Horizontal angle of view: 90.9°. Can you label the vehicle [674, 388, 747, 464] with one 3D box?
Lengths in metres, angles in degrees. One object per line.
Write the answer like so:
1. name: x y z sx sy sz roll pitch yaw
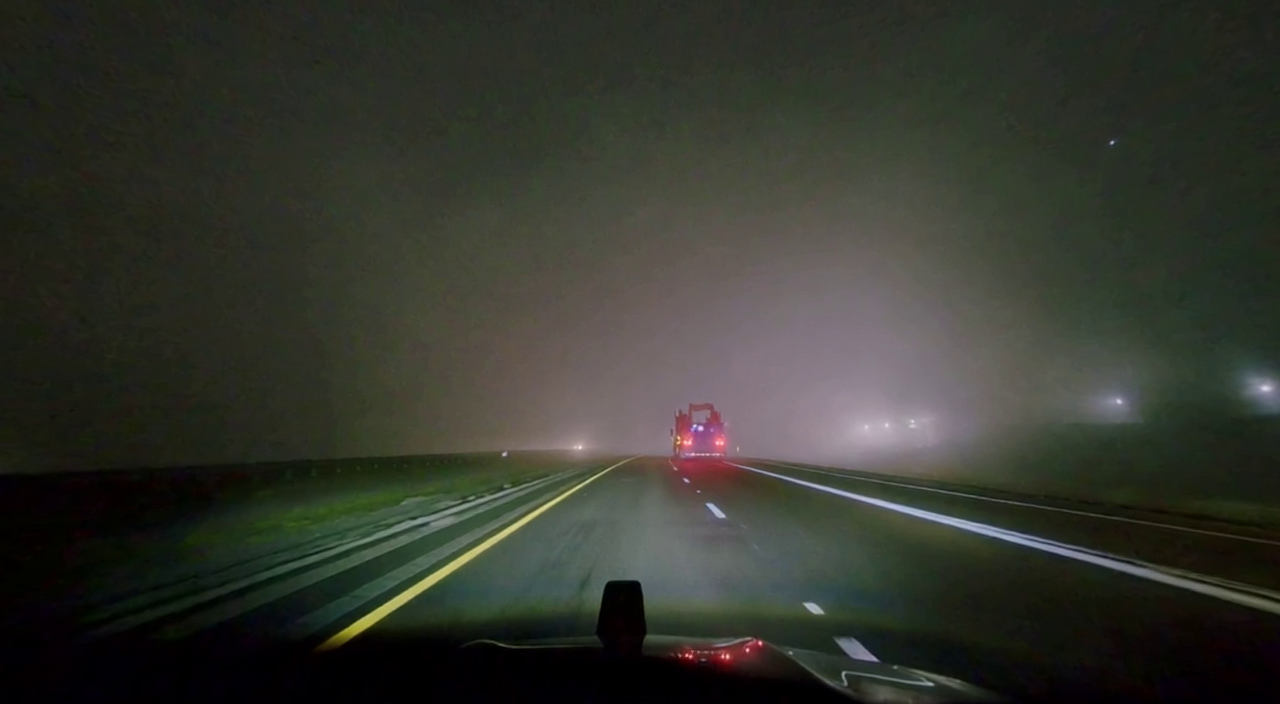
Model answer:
1. vehicle: 3.862 4.351 36.434 3.279 3.956 6.541 0 -9 -1
